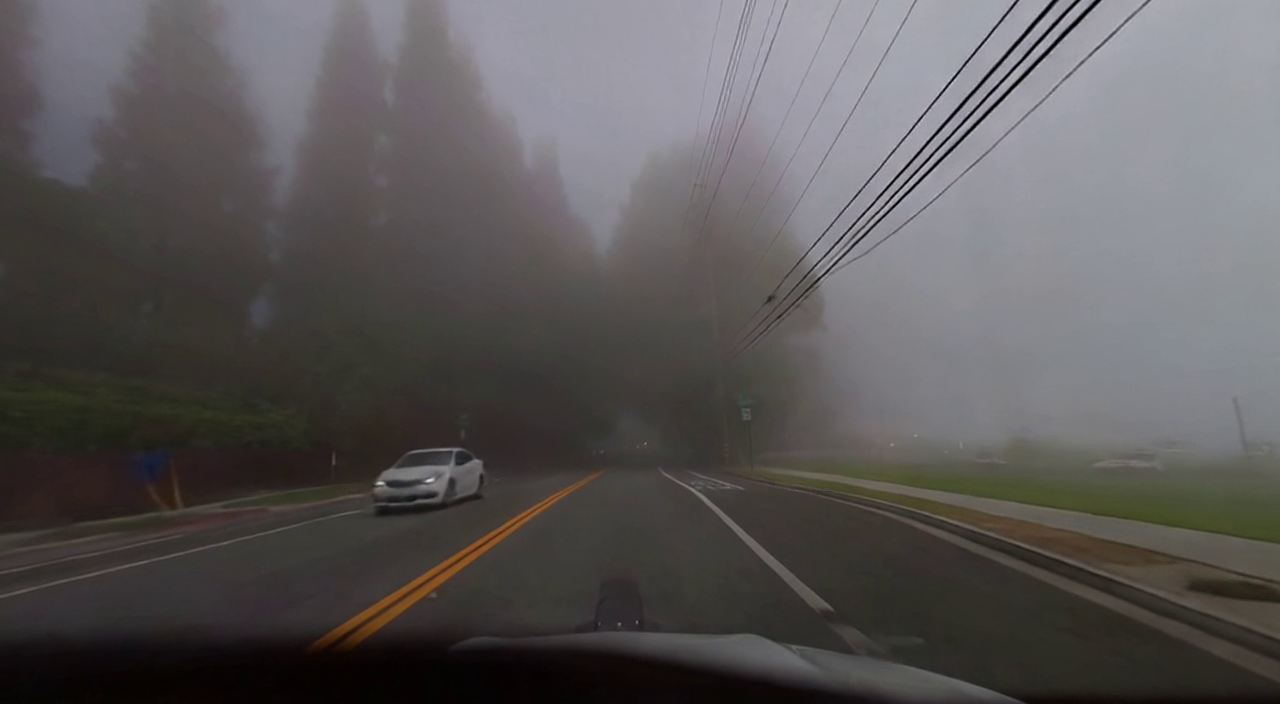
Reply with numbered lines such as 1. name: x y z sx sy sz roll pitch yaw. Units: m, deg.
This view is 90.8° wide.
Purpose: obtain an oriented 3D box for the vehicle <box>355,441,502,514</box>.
1. vehicle: -5.030 3.026 15.839 2.093 1.523 4.536 0 -8 0
